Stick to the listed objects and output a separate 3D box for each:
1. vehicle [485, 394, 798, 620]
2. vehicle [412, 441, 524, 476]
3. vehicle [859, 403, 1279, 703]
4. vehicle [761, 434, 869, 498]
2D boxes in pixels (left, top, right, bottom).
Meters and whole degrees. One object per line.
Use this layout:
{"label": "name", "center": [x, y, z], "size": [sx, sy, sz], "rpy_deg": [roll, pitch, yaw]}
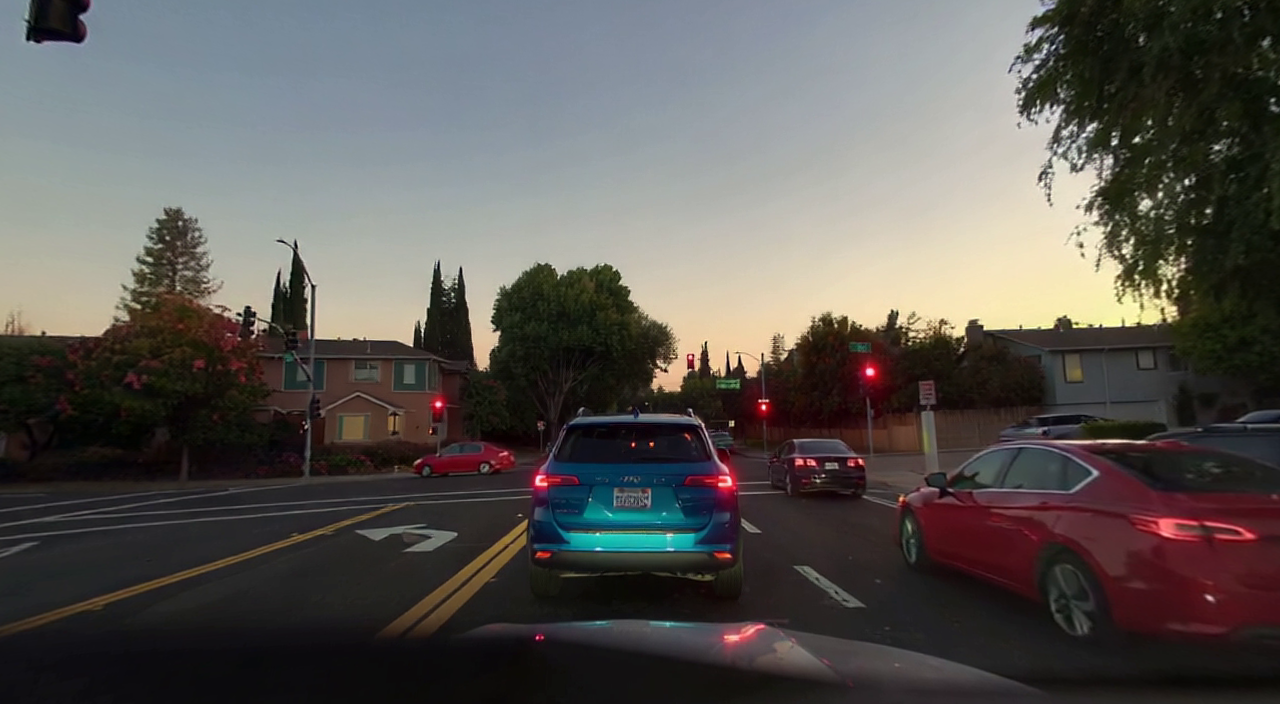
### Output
{"label": "vehicle", "center": [0.045, 1.472, 6.945], "size": [2.322, 1.667, 4.367], "rpy_deg": [0, -8, 1]}
{"label": "vehicle", "center": [-7.922, 4.851, 29.068], "size": [4.723, 1.486, 1.800], "rpy_deg": [4, -9, -25]}
{"label": "vehicle", "center": [3.710, 1.353, 5.362], "size": [2.077, 1.527, 4.755], "rpy_deg": [0, -8, 2]}
{"label": "vehicle", "center": [4.579, 3.045, 17.201], "size": [1.934, 1.506, 4.282], "rpy_deg": [-1, -8, 3]}
